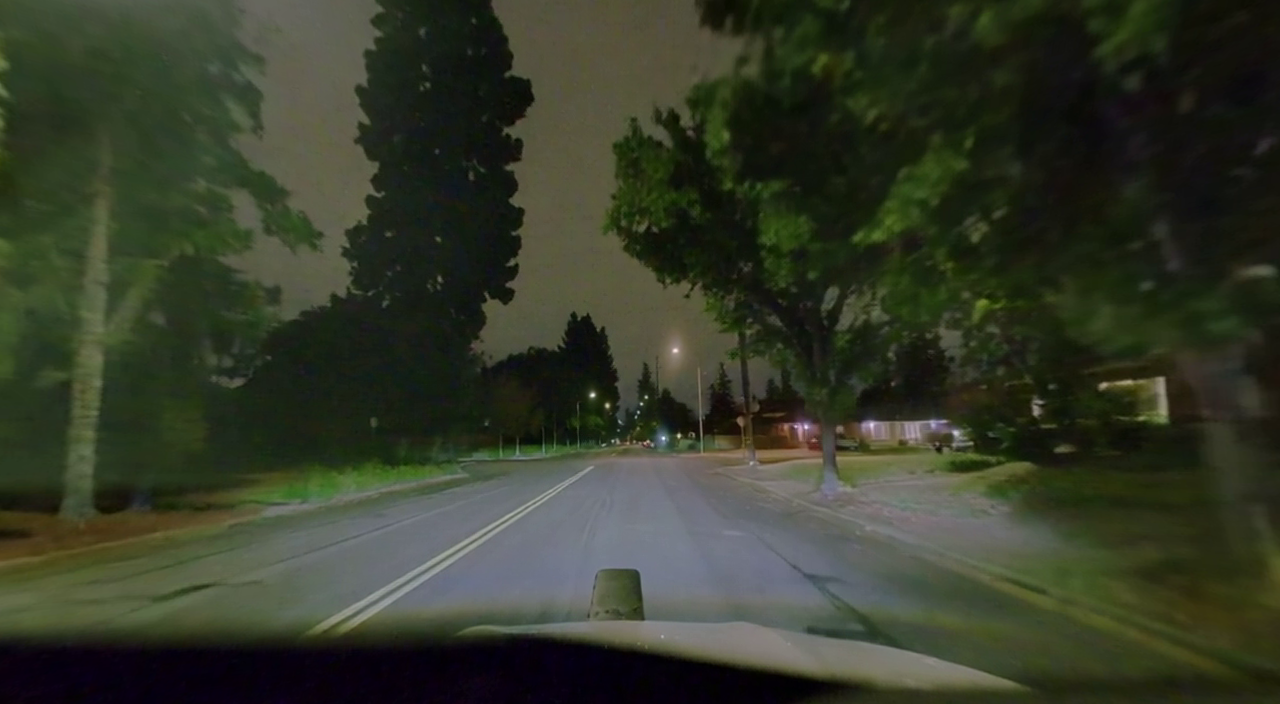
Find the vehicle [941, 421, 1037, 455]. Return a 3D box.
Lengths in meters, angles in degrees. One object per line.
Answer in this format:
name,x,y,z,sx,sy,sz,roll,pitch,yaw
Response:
vehicle,16.397,4.116,29.918,1.783,1.431,4.757,0,-8,-1
